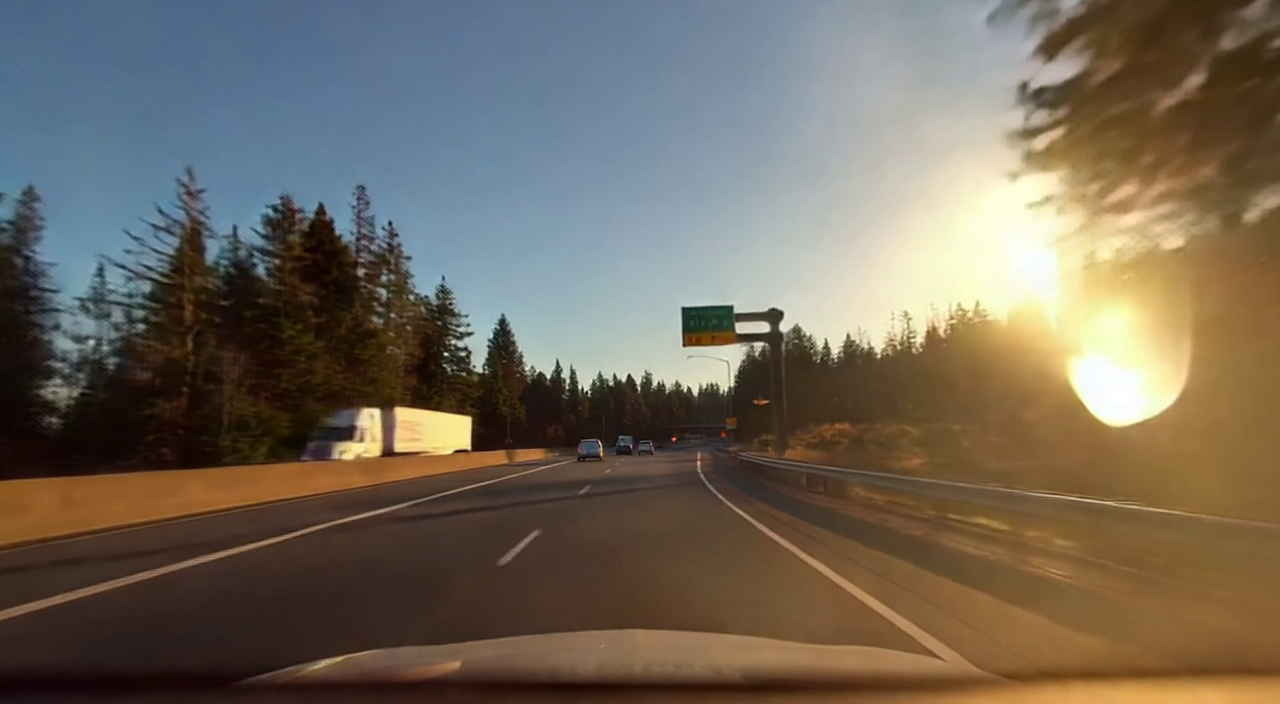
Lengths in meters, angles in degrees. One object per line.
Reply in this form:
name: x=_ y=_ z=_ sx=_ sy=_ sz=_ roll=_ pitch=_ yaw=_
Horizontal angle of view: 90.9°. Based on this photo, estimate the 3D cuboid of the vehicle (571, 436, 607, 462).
vehicle: x=-3.604 y=6.936 z=45.070 sx=2.129 sy=1.742 sz=4.217 roll=0 pitch=-8 yaw=1

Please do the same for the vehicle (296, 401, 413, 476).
vehicle: x=-17.112 y=5.343 z=38.745 sx=3.004 sy=4.024 sz=8.629 roll=0 pitch=-8 yaw=0
